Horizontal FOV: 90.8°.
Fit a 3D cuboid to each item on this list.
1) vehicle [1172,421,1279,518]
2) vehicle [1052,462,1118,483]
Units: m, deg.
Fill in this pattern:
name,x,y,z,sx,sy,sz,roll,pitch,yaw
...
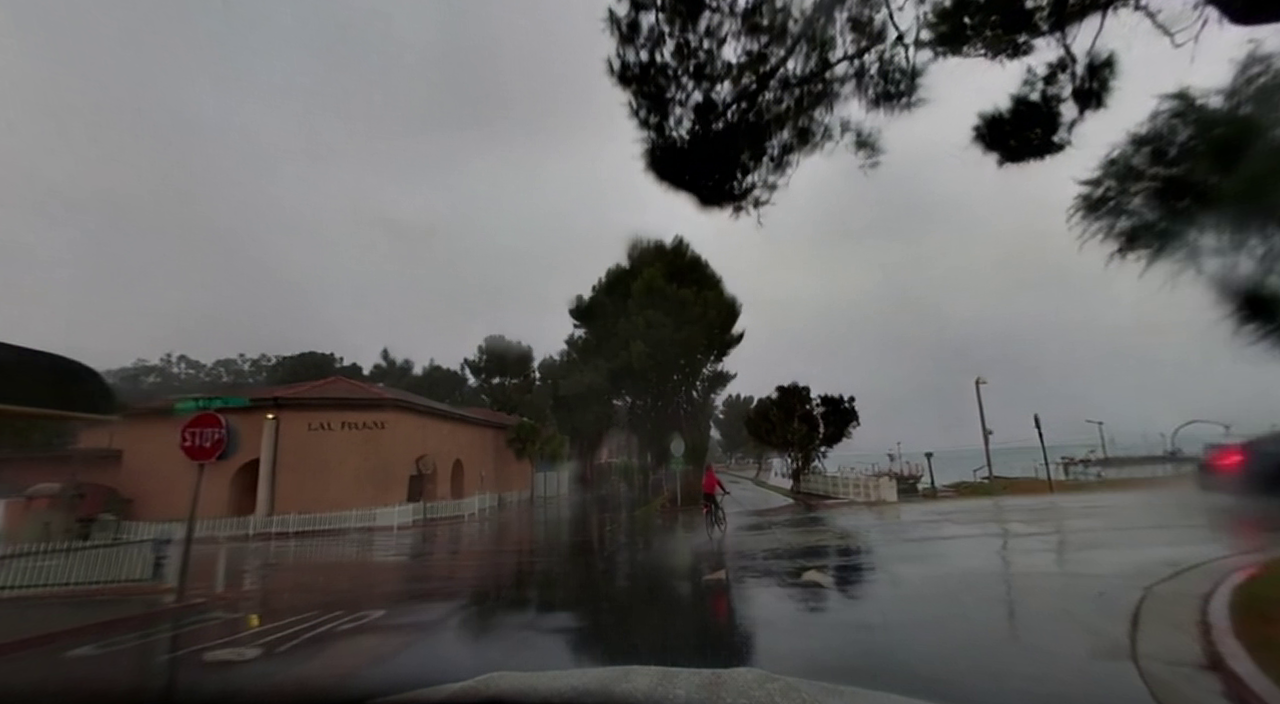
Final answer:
name,x,y,z,sx,sy,sz,roll,pitch,yaw
vehicle,12.489,1.897,10.310,5.323,1.479,2.112,-2,-9,11
vehicle,34.322,9.334,48.770,3.794,1.403,1.636,-2,-11,-1
